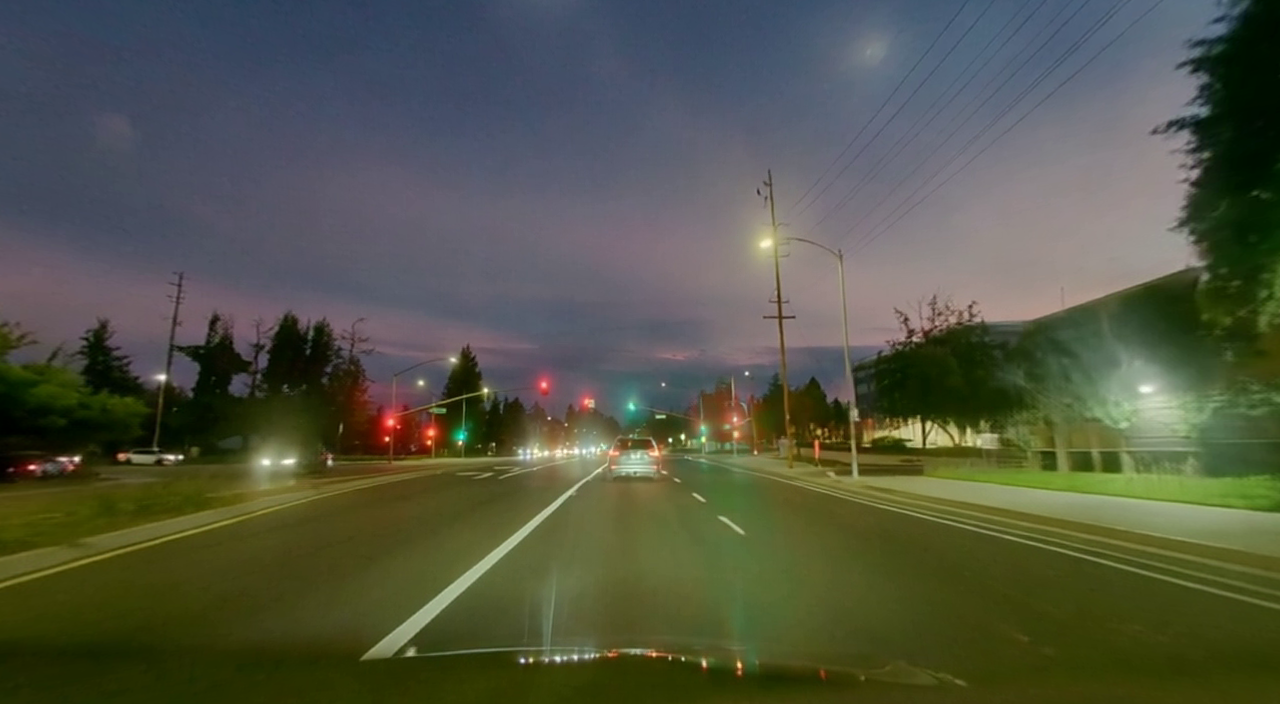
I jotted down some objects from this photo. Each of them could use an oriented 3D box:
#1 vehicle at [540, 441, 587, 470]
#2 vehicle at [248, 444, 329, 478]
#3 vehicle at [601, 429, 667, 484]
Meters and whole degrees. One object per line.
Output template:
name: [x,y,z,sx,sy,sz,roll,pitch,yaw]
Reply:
vehicle: [-4.051,5.580,34.271,2.075,1.474,4.367,0,-8,-1]
vehicle: [-19.389,6.013,35.147,1.945,1.700,4.465,0,-8,0]
vehicle: [-0.228,3.777,23.027,2.188,1.782,3.982,0,-8,-1]
